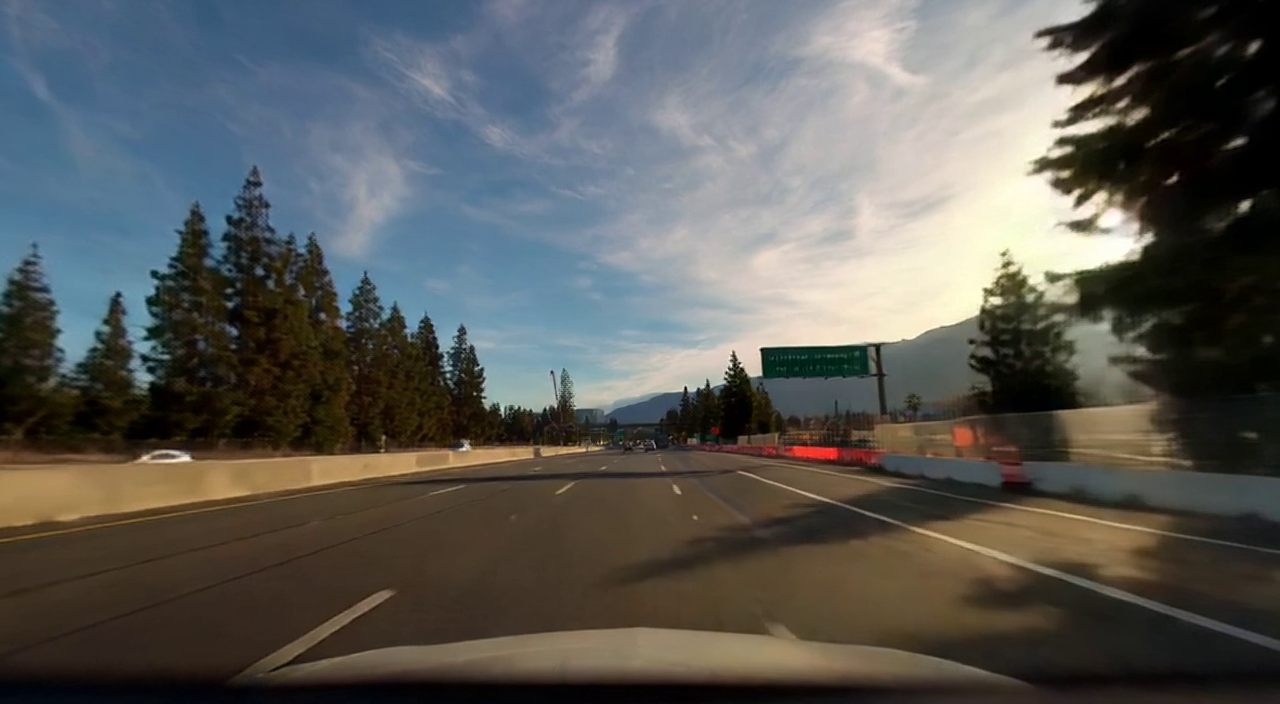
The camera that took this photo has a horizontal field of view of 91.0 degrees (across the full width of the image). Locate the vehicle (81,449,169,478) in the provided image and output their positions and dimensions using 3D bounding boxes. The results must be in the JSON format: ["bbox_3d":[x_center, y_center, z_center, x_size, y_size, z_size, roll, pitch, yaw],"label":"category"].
[{"bbox_3d":[-29.804,6.452,36.610,1.707,1.538,3.841,0,-9,3],"label":"vehicle"}]
